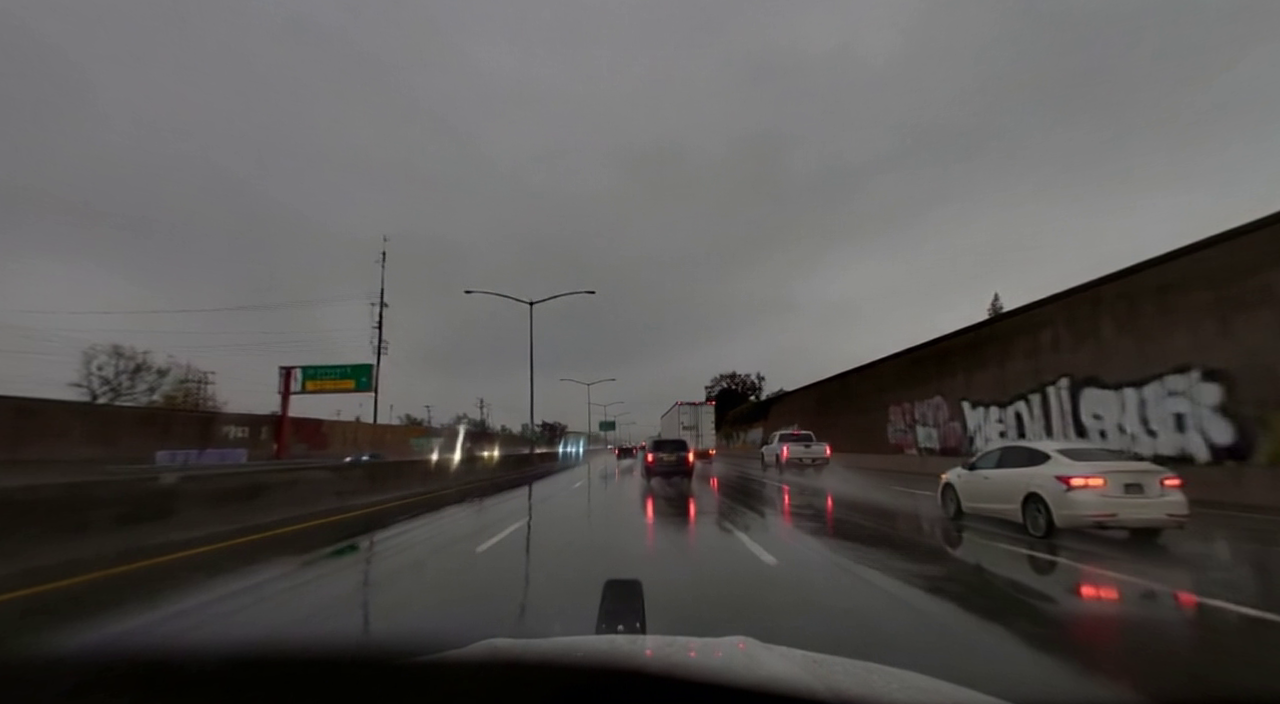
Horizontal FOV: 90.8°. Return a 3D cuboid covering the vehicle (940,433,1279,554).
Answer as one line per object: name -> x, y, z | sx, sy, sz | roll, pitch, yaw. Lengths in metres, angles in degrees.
vehicle -> 6.994, 2.108, 10.201 | 1.915, 1.476, 4.677 | 0, -9, -1

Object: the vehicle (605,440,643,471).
vehicle -> -0.905, 5.936, 36.251 | 2.073, 1.640, 3.990 | 0, -9, -1

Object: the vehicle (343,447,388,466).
vehicle -> -21.351, 8.140, 49.278 | 1.816, 1.433, 3.861 | 0, -9, -1

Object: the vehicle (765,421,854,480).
vehicle -> 7.522, 4.489, 28.927 | 2.322, 2.360, 6.433 | 0, -9, 0

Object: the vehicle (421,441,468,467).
vehicle -> -10.825, 5.668, 35.189 | 1.610, 1.395, 3.344 | 0, -9, -1

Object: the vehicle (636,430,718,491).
vehicle -> 1.113, 3.706, 21.923 | 2.249, 1.843, 5.176 | 0, -9, -3
